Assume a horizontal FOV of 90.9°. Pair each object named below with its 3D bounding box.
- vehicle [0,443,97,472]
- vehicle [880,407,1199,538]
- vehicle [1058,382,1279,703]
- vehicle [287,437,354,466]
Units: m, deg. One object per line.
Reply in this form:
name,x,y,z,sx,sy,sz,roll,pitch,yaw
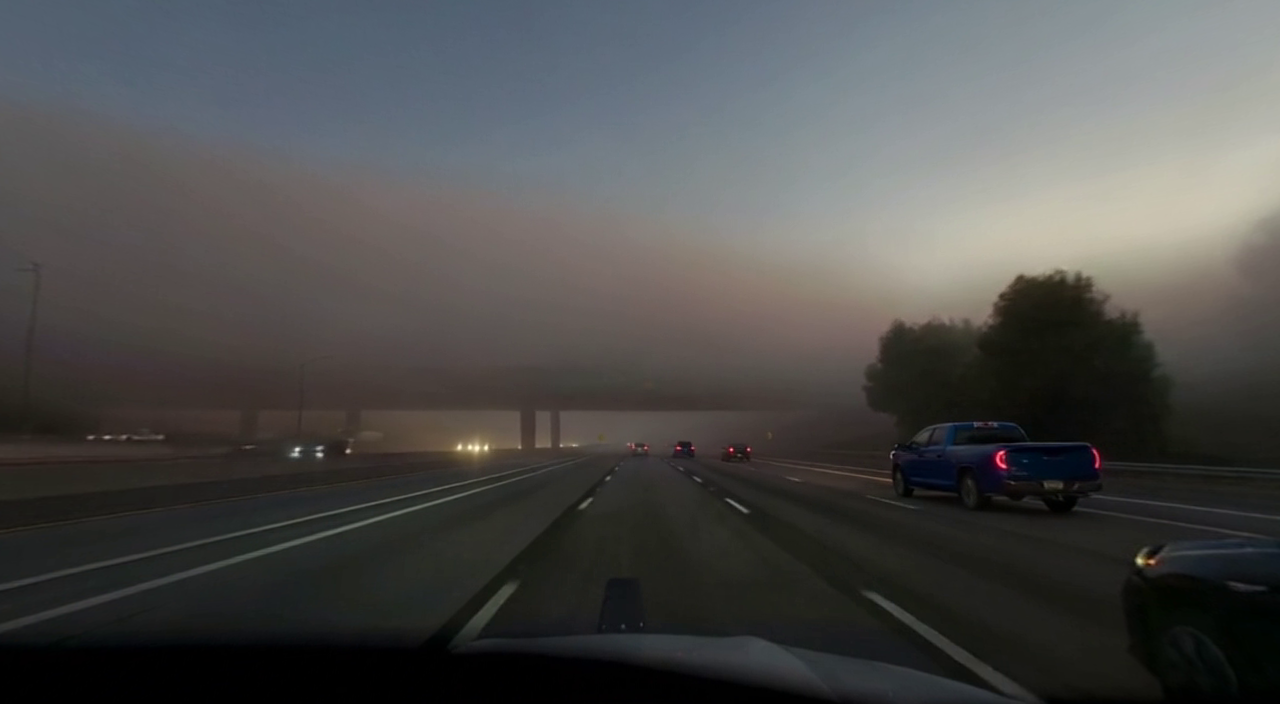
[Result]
vehicle,-33.309,5.824,35.120,1.833,1.479,4.495,-1,-8,4
vehicle,6.845,2.149,12.023,2.182,1.852,5.926,0,-8,0
vehicle,3.221,0.670,0.780,2.119,1.524,4.807,0,-8,0
vehicle,-21.397,6.672,42.436,2.021,1.768,4.687,0,-8,0
